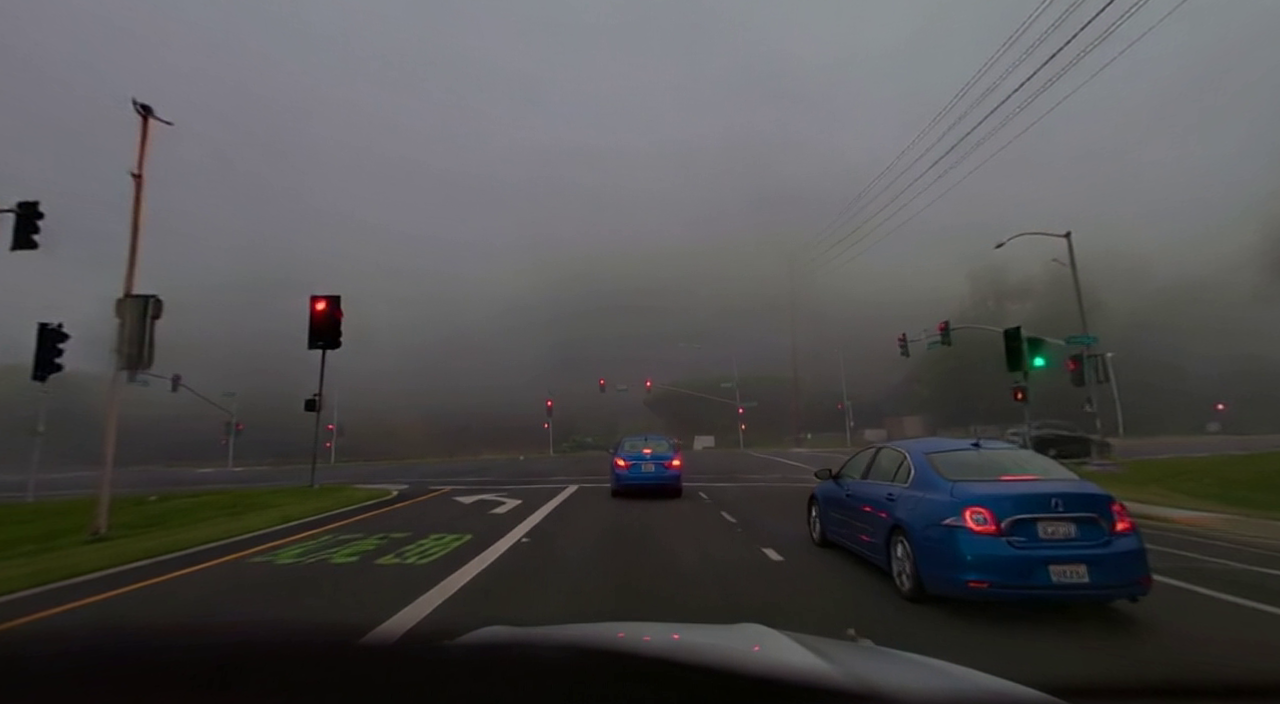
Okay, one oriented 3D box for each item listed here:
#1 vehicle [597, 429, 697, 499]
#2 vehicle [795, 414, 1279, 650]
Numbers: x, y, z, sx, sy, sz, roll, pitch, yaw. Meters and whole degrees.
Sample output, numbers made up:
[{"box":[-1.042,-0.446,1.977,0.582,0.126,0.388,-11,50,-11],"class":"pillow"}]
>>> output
[{"box":[0.160,2.677,15.382,2.110,1.466,3.860,0,-8,0],"class":"vehicle"},{"box":[3.046,1.434,6.106,2.004,1.448,4.263,0,-8,0],"class":"vehicle"}]
